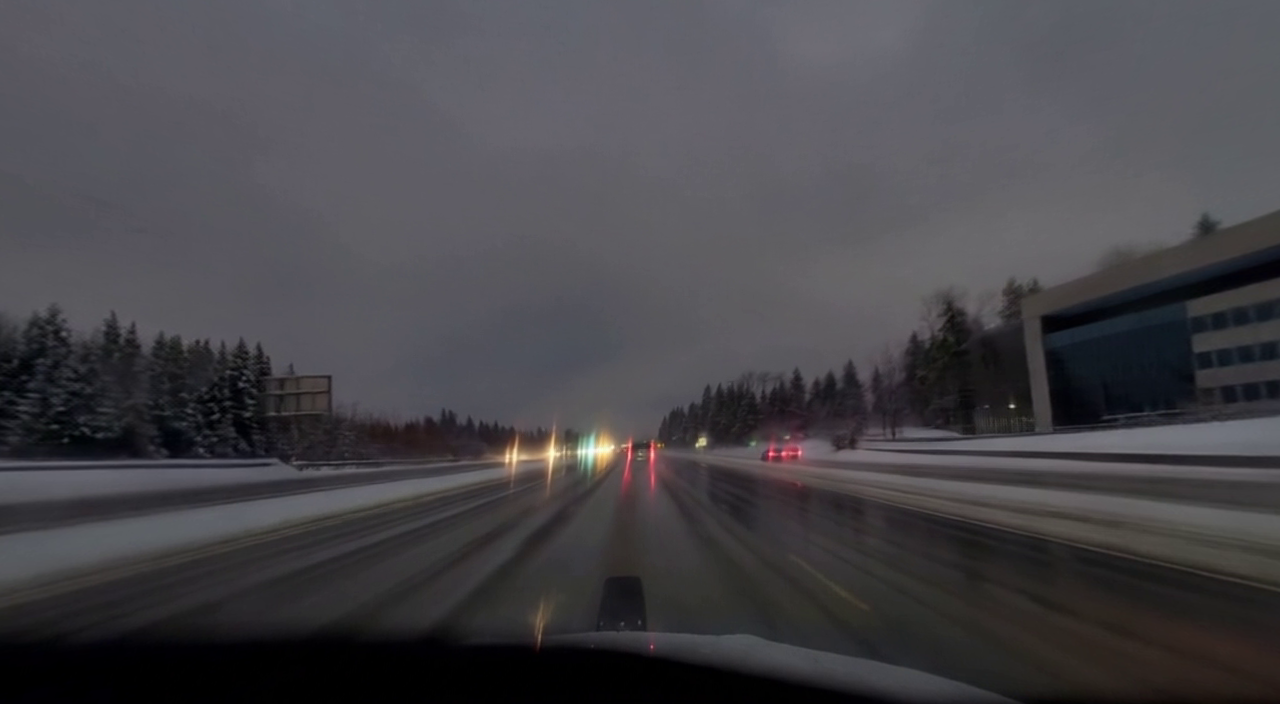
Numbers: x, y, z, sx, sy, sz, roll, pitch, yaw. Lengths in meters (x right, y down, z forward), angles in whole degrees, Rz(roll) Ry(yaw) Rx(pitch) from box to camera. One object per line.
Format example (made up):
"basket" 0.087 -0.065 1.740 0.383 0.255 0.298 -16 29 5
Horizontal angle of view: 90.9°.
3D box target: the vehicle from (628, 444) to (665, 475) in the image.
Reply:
"vehicle" 0.374 6.136 36.058 2.015 1.639 4.086 0 -9 1
